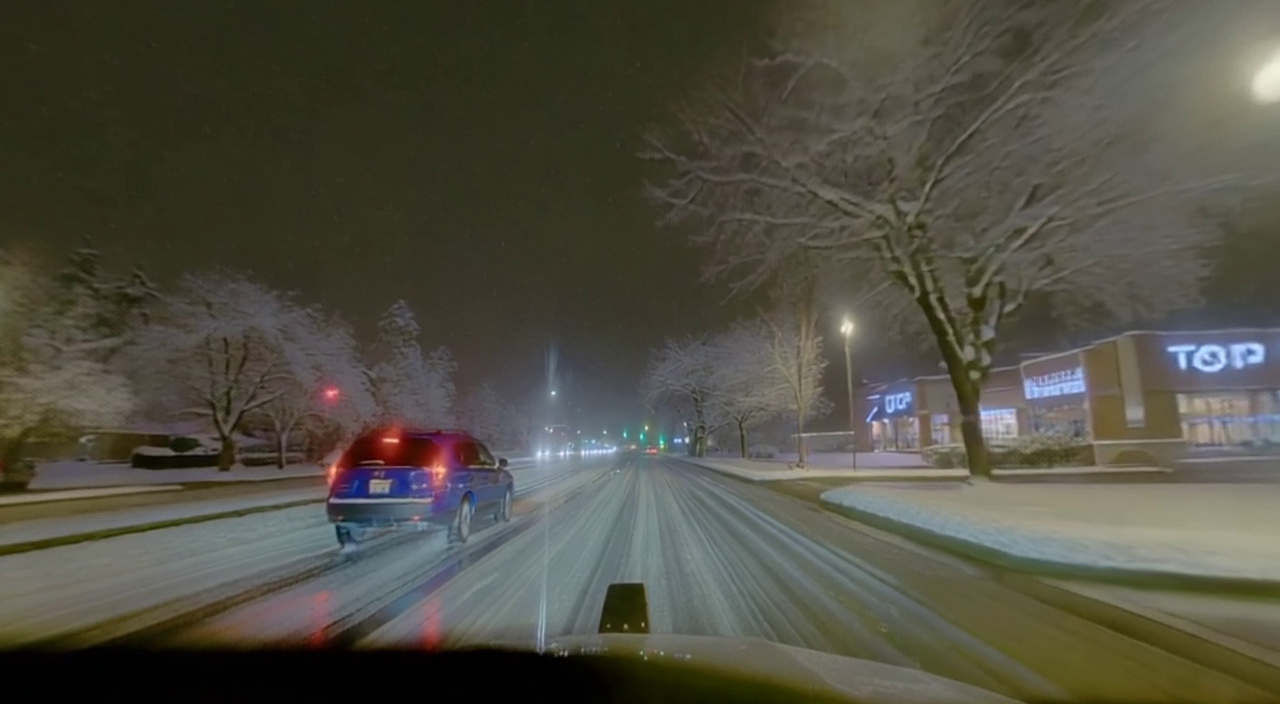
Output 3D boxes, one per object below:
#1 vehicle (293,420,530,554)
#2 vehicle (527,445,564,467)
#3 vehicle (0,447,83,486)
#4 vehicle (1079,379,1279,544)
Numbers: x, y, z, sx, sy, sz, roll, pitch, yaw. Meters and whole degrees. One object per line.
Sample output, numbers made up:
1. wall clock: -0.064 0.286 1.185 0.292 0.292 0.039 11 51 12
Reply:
1. vehicle: -3.227 1.993 10.009 2.127 1.654 4.121 0 -8 1
2. vehicle: -6.886 7.647 46.487 1.990 1.483 4.410 0 -8 1
3. vehicle: -35.553 6.490 35.880 5.532 2.142 2.189 0 -8 2
4. vehicle: 8.981 1.597 9.604 4.985 1.918 2.248 6 -11 -38
